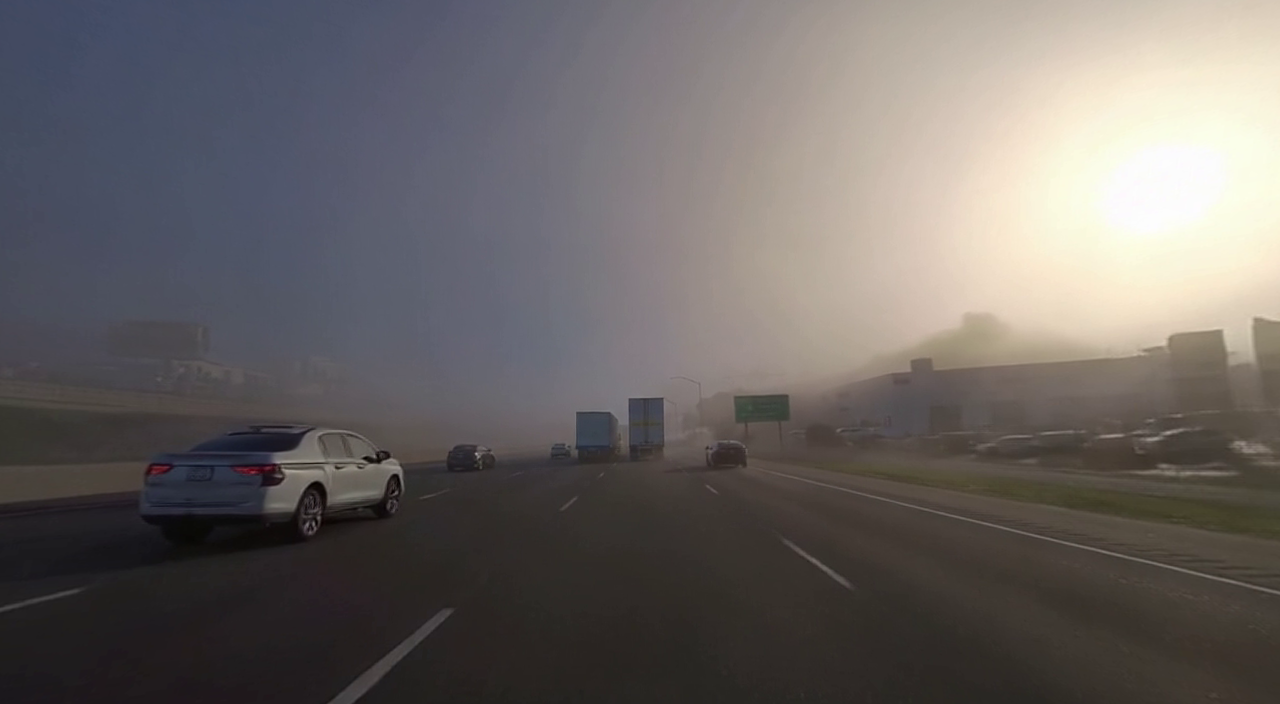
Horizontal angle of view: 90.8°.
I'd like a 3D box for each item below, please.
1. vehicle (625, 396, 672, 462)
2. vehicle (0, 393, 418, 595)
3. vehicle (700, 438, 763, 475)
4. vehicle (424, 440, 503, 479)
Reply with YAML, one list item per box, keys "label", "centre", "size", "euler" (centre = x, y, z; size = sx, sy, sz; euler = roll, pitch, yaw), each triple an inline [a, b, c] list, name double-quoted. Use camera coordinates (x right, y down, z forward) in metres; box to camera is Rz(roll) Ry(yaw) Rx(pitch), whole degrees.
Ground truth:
- label: "vehicle"
  centre: [0.514, 5.631, 44.906]
  size: [2.969, 4.104, 10.906]
  euler: [0, -9, 0]
- label: "vehicle"
  centre: [-4.692, 1.565, 7.808]
  size: [2.122, 1.754, 4.379]
  euler: [0, -9, 3]
- label: "vehicle"
  centre: [3.845, 4.458, 27.230]
  size: [2.006, 1.452, 4.246]
  euler: [0, -9, -1]
- label: "vehicle"
  centre: [-7.186, 4.410, 26.251]
  size: [1.891, 1.460, 4.506]
  euler: [0, -8, 1]
